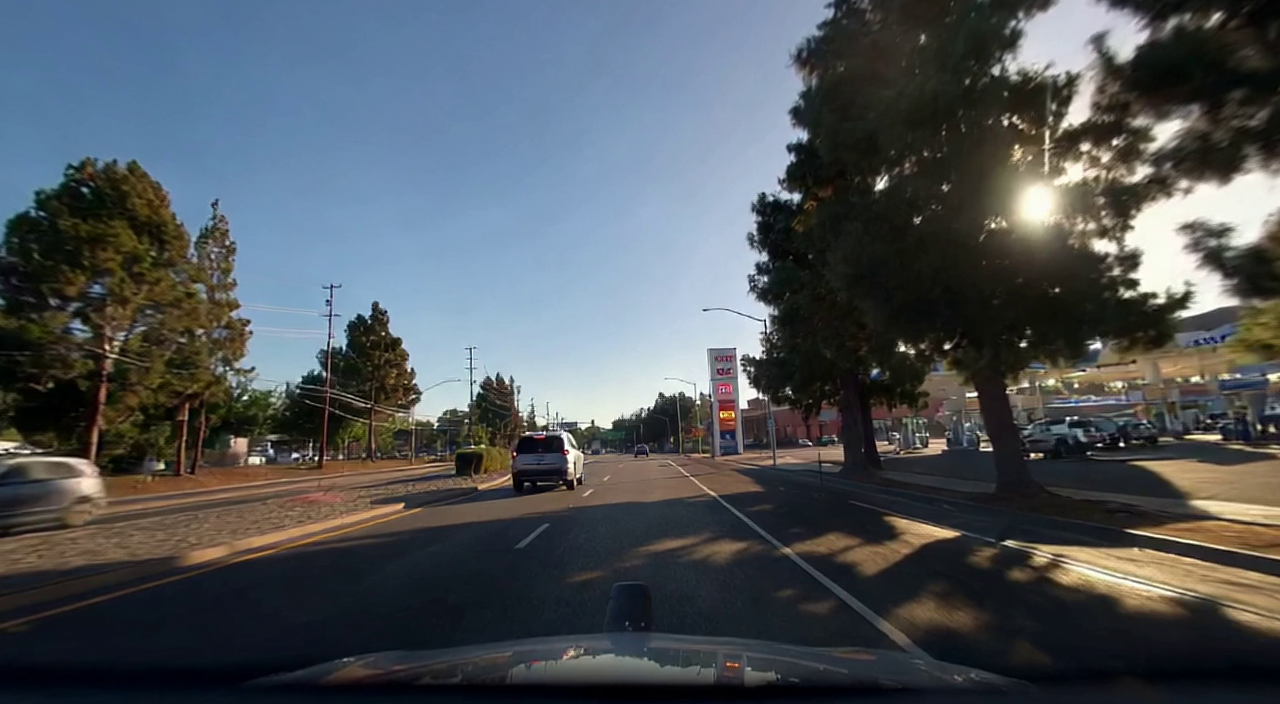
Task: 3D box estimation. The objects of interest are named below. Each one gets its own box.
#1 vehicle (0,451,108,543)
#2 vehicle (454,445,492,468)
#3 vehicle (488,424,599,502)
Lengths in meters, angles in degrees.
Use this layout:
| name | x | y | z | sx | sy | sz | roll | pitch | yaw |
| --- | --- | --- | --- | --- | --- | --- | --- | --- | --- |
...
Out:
| name | x | y | z | sx | sy | sz | roll | pitch | yaw |
| --- | --- | --- | --- | --- | --- | --- | --- | --- | --- |
| vehicle | -12.302 | 2.601 | 11.102 | 1.998 | 1.597 | 4.445 | -2 | -8 | 0 |
| vehicle | -13.181 | 8.236 | 49.944 | 1.825 | 1.705 | 4.234 | 0 | -8 | 0 |
| vehicle | -2.481 | 3.024 | 17.585 | 2.190 | 1.844 | 4.751 | 0 | -8 | 2 |
